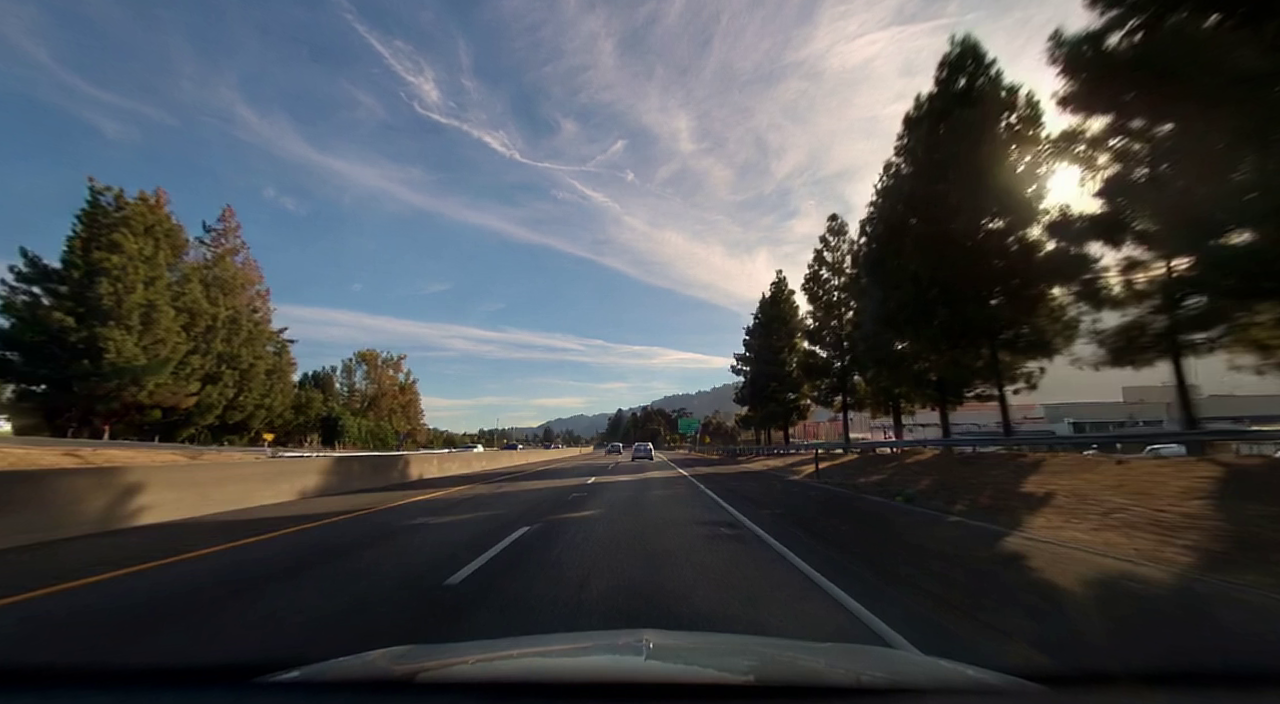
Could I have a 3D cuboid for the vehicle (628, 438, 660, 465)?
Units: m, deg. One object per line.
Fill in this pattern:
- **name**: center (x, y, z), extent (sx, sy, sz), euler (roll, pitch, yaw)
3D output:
- **vehicle**: center (0.234, 6.511, 41.118), extent (2.029, 1.666, 4.064), euler (0, -8, 0)
